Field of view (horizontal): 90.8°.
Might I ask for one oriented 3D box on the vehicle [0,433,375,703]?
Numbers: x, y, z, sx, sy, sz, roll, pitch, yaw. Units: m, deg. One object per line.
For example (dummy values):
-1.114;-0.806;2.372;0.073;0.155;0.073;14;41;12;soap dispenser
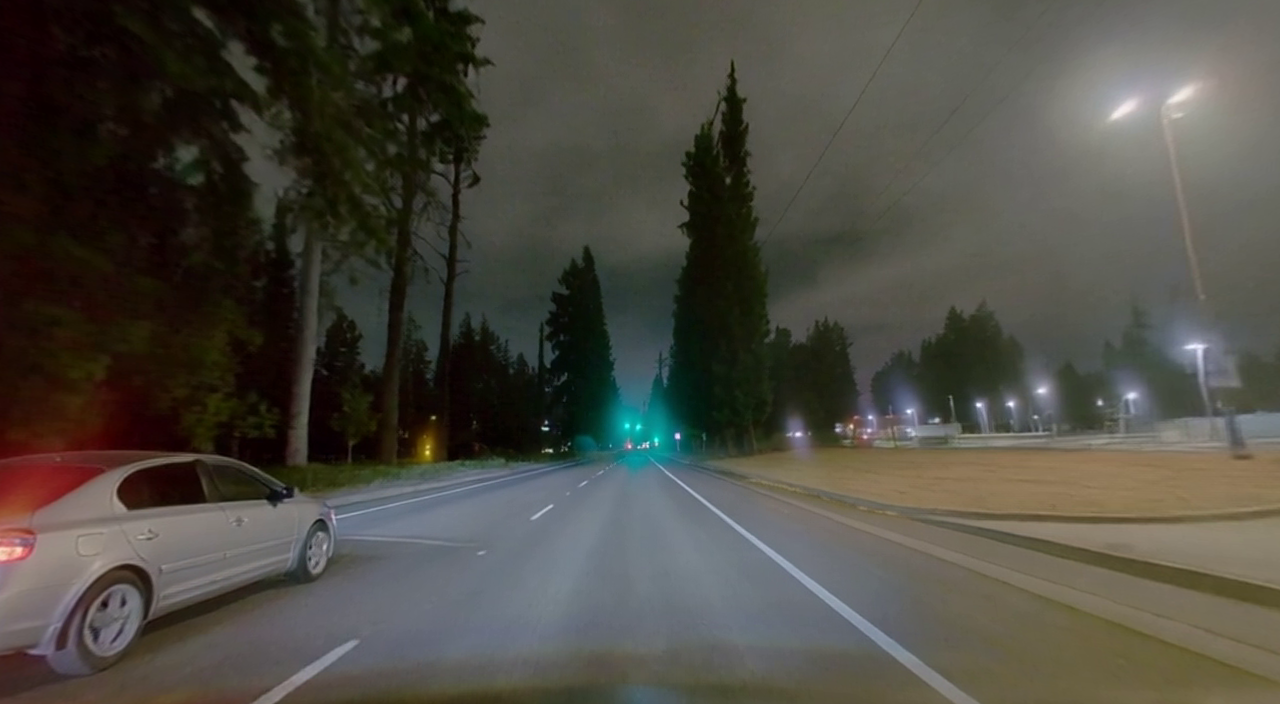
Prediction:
-4.083;1.435;5.238;1.946;1.437;4.154;0;-8;0;vehicle
